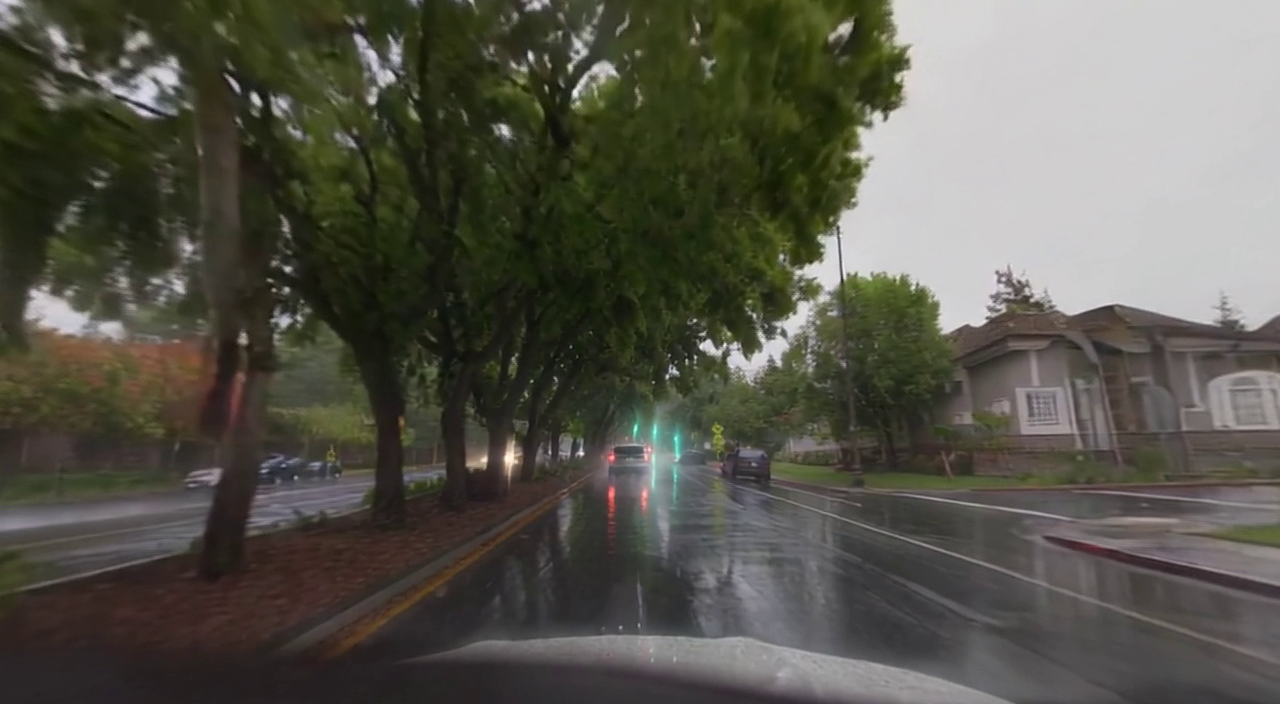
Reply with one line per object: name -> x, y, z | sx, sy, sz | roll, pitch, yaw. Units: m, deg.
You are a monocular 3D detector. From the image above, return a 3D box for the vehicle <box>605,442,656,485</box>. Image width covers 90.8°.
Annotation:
vehicle -> -0.419, 4.796, 27.563 | 2.070, 1.698, 3.925 | 0, -8, -1

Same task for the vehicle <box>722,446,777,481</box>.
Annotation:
vehicle -> 5.699, 5.810, 33.323 | 1.970, 1.696, 4.405 | 0, -8, -2

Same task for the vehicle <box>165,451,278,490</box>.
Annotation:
vehicle -> -22.457, 6.350, 34.319 | 2.338, 1.842, 5.722 | 0, -8, -1

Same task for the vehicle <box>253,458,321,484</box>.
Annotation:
vehicle -> -22.368, 7.526, 40.237 | 1.772, 1.457, 4.505 | 0, -8, -1

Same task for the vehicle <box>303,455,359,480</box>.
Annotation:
vehicle -> -22.533, 8.398, 46.287 | 1.835, 1.644, 4.598 | 0, -8, -1
